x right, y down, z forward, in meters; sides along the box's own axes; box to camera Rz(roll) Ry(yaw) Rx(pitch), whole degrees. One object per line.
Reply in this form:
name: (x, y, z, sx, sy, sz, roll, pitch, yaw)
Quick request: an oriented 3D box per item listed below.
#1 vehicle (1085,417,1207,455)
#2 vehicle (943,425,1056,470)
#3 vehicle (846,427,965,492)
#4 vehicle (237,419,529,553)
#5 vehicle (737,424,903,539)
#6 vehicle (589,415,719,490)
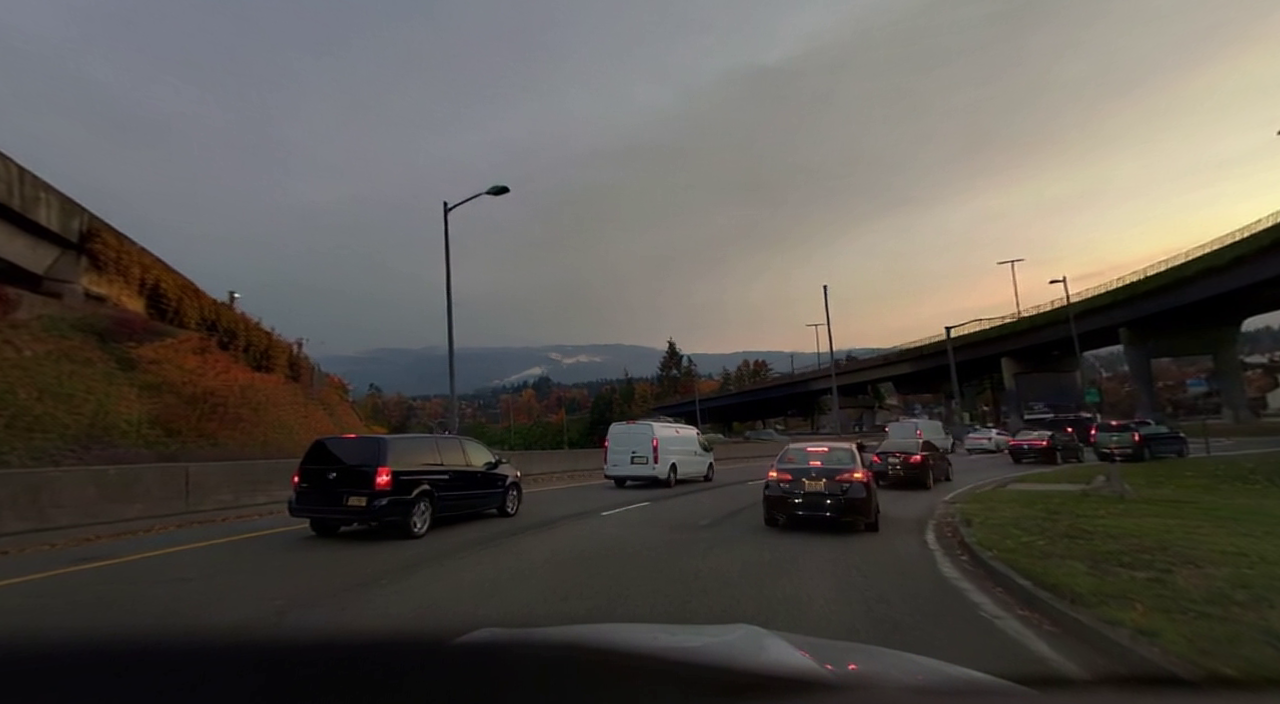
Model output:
vehicle: (20.752, 3.459, 25.738, 3.934, 1.485, 1.763, 2, -9, -14)
vehicle: (12.809, 3.393, 22.296, 3.902, 1.446, 1.780, 5, -11, -33)
vehicle: (7.366, 2.908, 17.166, 1.830, 1.519, 4.253, -7, -11, 38)
vehicle: (-3.544, 1.923, 9.638, 1.921, 1.554, 4.081, -3, -9, 17)
vehicle: (3.153, 2.048, 10.457, 2.064, 1.515, 3.722, -4, -10, 24)
vehicle: (0.510, 2.830, 17.733, 1.835, 1.825, 4.005, -6, -11, 32)
